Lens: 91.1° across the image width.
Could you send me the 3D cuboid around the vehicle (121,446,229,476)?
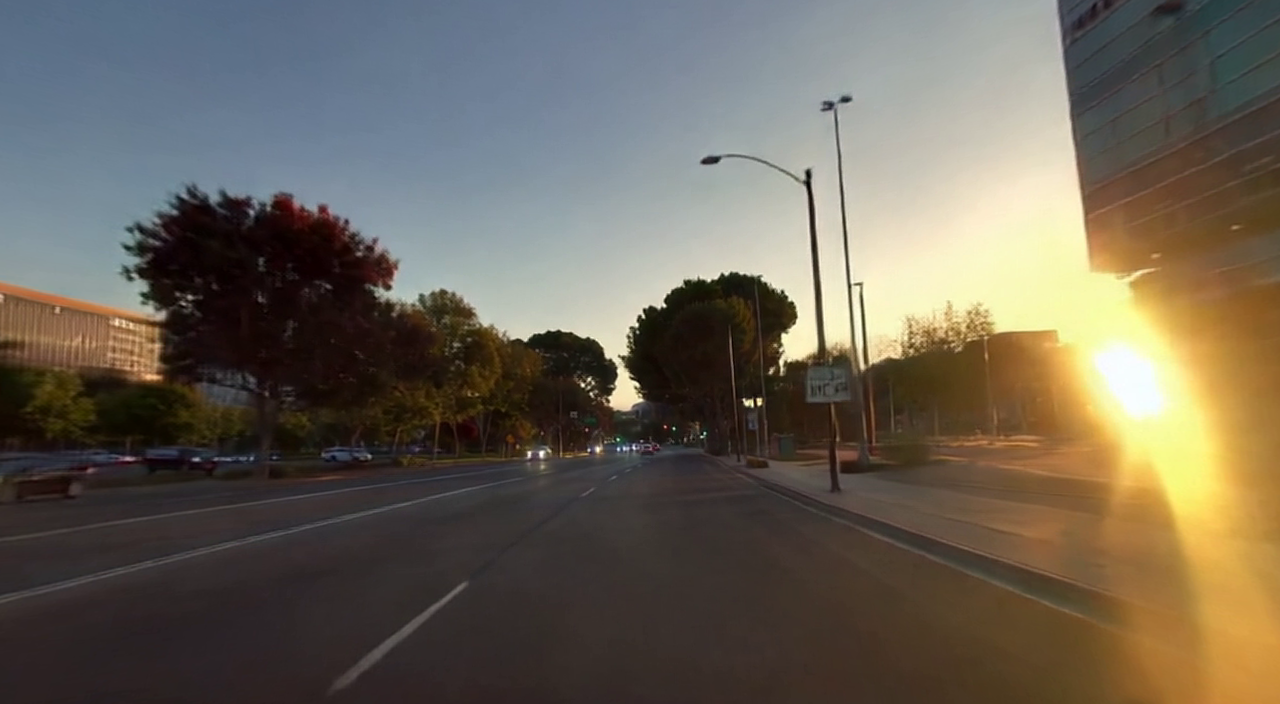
[{"bbox_3d":[-27.153,6.357,36.785,4.816,1.655,1.928,-1,-9,3],"label":"vehicle"}]
